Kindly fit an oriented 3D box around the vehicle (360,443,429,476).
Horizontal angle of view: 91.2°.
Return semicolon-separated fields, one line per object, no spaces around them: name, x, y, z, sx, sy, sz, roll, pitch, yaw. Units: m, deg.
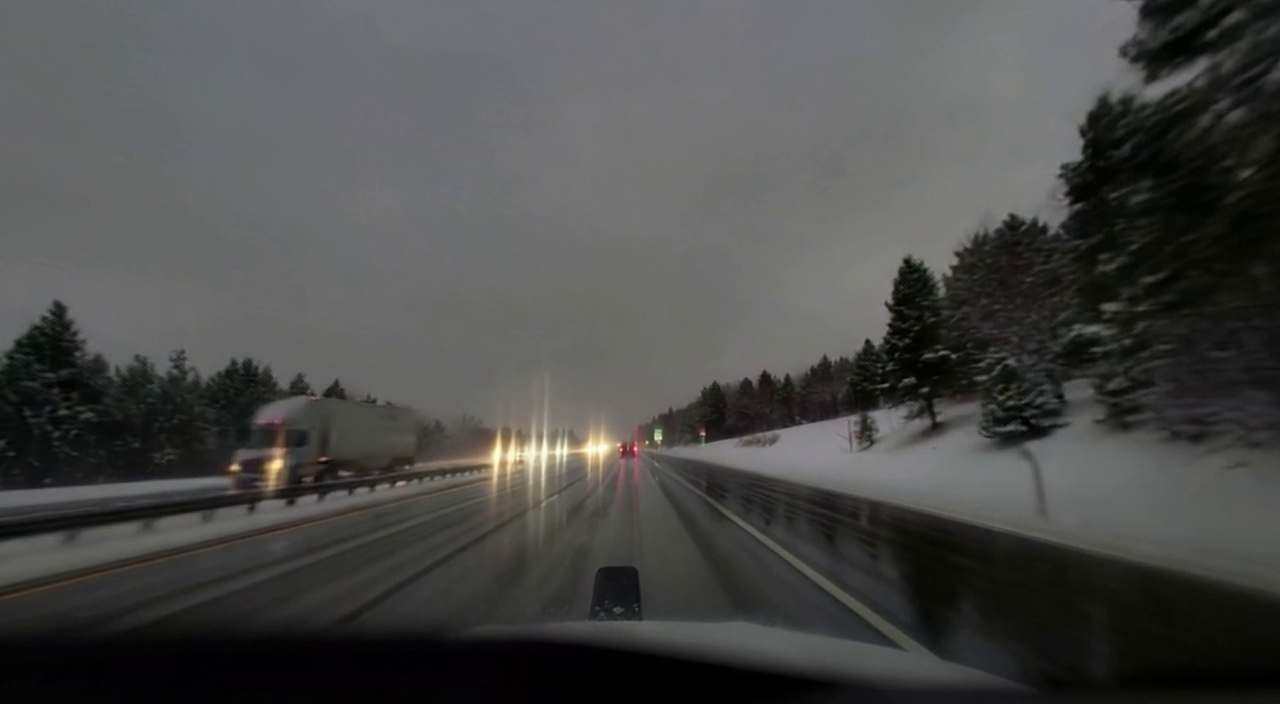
vehicle;-13.270;5.831;34.215;2.073;1.645;4.557;0;-9;-2

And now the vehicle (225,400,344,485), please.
vehicle;-17.380;4.477;31.006;3.086;3.874;4.427;0;-9;-1
